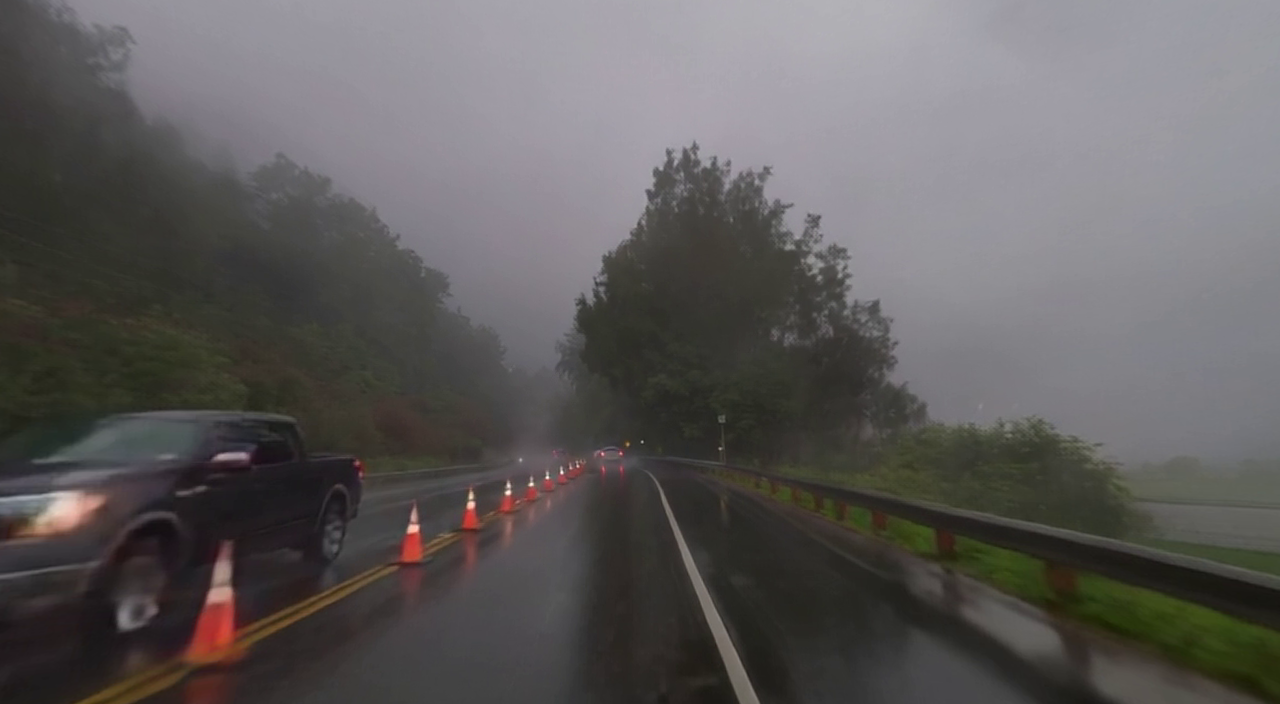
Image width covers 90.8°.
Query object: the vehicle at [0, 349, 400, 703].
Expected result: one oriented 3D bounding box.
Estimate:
[{"bbox_3d":[-4.488,1.353,5.998,2.128,1.944,5.555,0,-9,1],"label":"vehicle"}]
